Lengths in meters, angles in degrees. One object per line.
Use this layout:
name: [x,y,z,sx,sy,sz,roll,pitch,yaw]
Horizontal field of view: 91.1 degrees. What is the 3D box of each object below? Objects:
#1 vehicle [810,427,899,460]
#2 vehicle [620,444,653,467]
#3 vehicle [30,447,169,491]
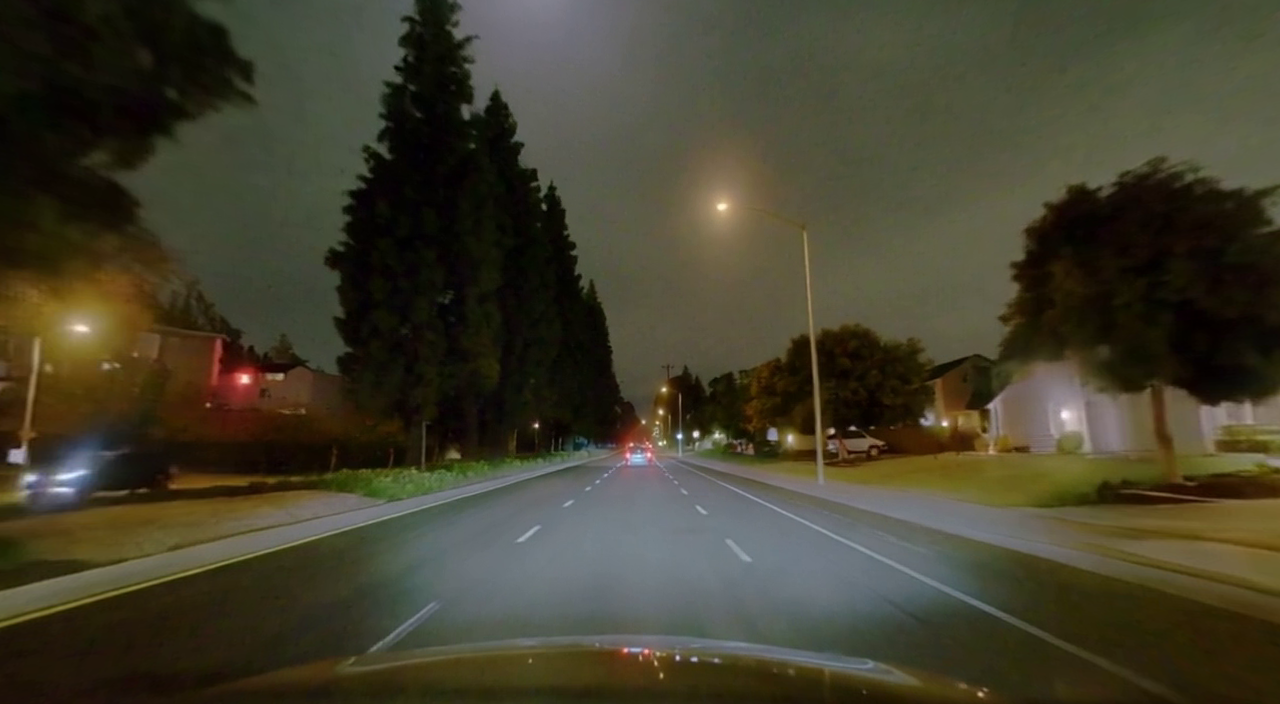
vehicle: [13.236,5.688,38.909,4.739,1.918,2.071,-1,-8,2]
vehicle: [-0.258,6.893,41.859,2.054,1.456,4.003,0,-8,-1]
vehicle: [-19.755,4.255,23.179,1.836,1.456,3.647,0,-8,0]
